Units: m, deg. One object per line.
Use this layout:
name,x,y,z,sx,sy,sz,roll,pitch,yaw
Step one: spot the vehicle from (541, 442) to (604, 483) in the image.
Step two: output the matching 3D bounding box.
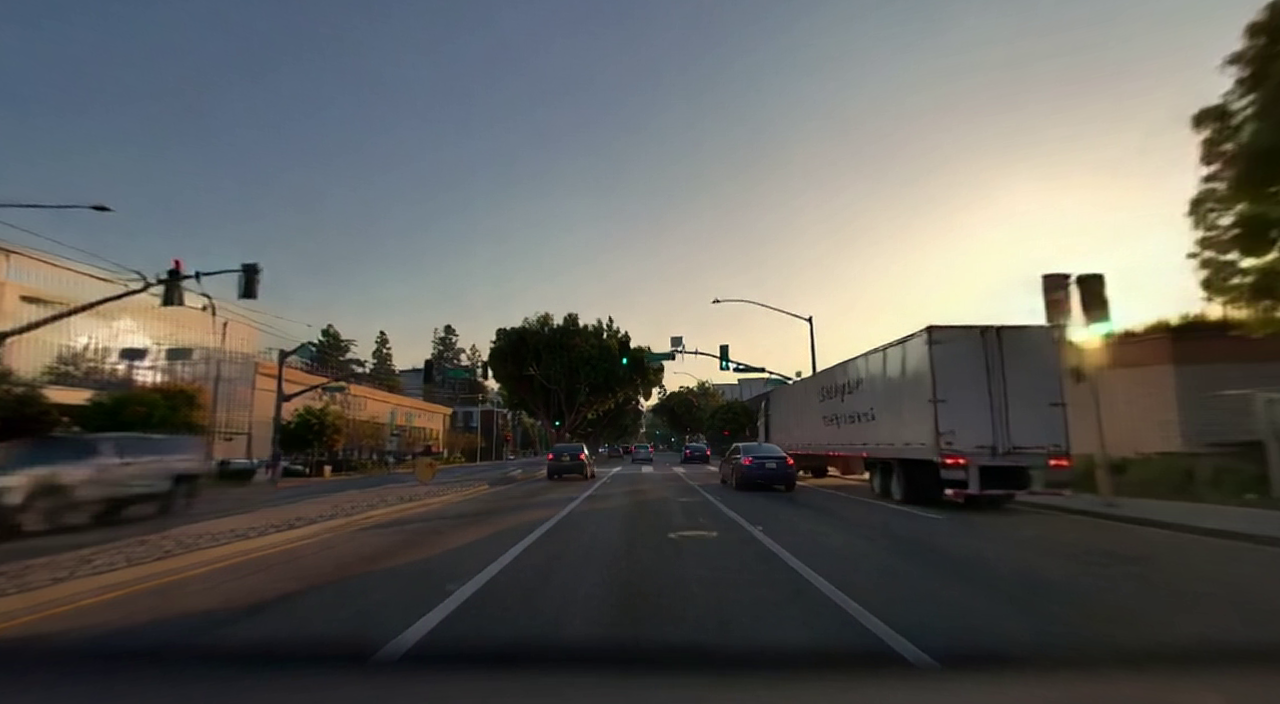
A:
vehicle,-2.647,4.497,25.916,2.003,1.509,4.396,0,-8,1

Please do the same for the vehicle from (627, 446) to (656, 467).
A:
vehicle,0.094,7.542,45.605,2.020,1.461,4.326,0,-8,0

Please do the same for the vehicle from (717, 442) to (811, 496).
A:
vehicle,3.661,3.518,19.350,1.972,1.452,4.189,0,-8,-1

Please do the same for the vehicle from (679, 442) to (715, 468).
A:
vehicle,3.809,6.923,42.491,2.050,1.683,3.990,0,-9,0

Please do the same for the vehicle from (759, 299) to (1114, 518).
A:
vehicle,7.352,2.361,20.980,3.383,4.268,17.469,0,-9,0
